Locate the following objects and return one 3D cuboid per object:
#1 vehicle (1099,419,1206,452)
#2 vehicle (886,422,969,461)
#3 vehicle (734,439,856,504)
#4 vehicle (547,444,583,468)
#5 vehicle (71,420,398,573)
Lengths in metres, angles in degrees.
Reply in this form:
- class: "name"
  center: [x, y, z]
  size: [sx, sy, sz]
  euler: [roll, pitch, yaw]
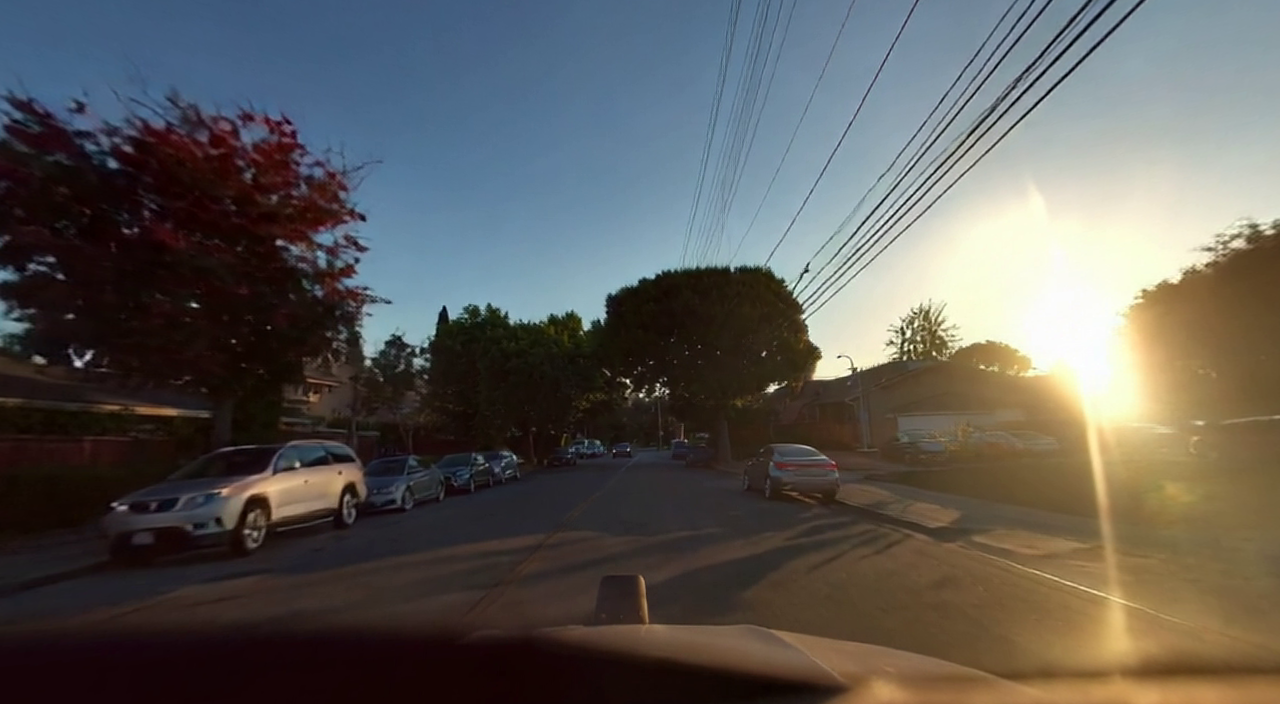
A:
- class: "vehicle"
  center: [24.614, 4.077, 30.604]
  size: [1.796, 1.471, 4.679]
  euler: [-1, -9, 8]
- class: "vehicle"
  center: [13.764, 4.373, 30.611]
  size: [2.039, 1.712, 4.766]
  euler: [-1, -9, 4]
- class: "vehicle"
  center: [3.991, 3.159, 17.227]
  size: [2.108, 1.493, 4.878]
  euler: [0, -9, 0]
- class: "vehicle"
  center: [-5.543, 7.769, 47.280]
  size: [2.055, 1.666, 4.168]
  euler: [-2, -9, 2]
- class: "vehicle"
  center: [-6.171, 2.230, 10.663]
  size: [2.192, 1.873, 4.985]
  euler: [-2, -9, 0]
